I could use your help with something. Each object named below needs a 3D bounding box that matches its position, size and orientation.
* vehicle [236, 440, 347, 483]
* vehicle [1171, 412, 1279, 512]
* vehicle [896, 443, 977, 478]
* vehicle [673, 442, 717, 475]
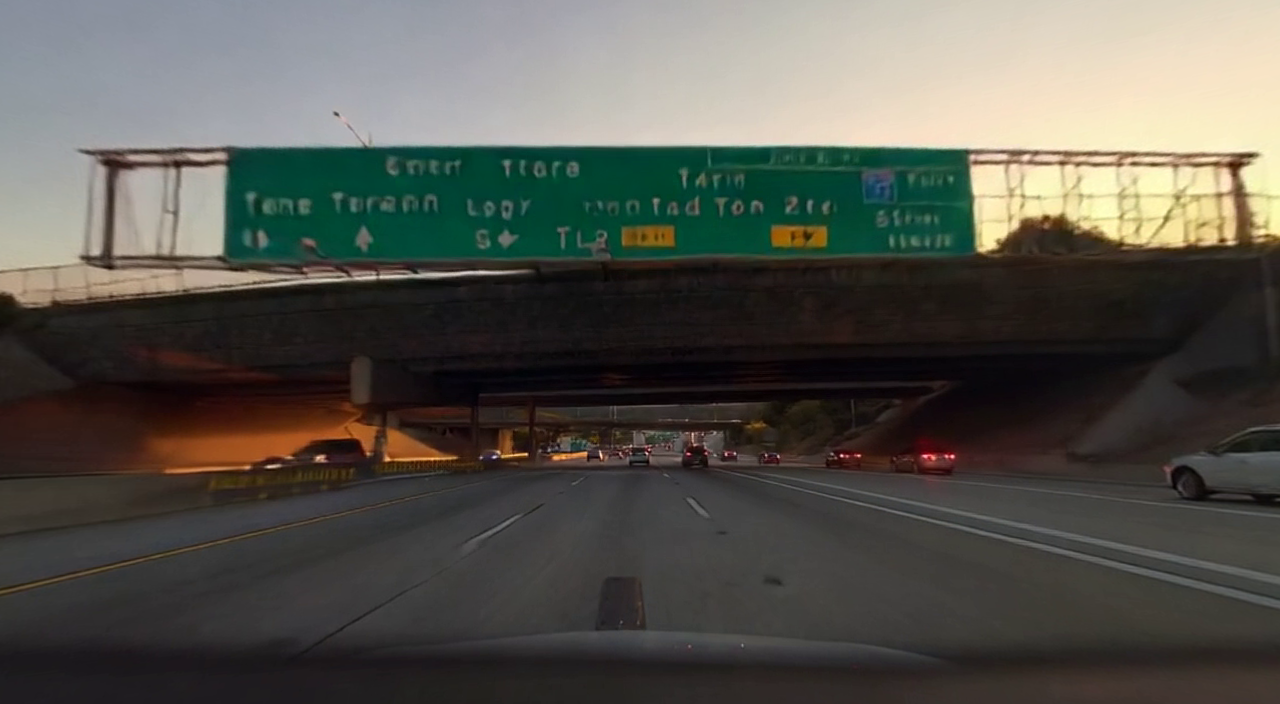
[{"bbox_3d":[-14.763,4.651,27.041,2.013,1.655,4.684,0,-9,1],"label":"vehicle"},{"bbox_3d":[15.156,2.332,13.273,2.442,2.140,6.462,0,-9,2],"label":"vehicle"},{"bbox_3d":[15.842,5.814,33.947,2.116,1.754,4.727,0,-9,2],"label":"vehicle"},{"bbox_3d":[3.160,6.239,37.154,2.147,1.794,4.538,0,-9,-1],"label":"vehicle"}]
